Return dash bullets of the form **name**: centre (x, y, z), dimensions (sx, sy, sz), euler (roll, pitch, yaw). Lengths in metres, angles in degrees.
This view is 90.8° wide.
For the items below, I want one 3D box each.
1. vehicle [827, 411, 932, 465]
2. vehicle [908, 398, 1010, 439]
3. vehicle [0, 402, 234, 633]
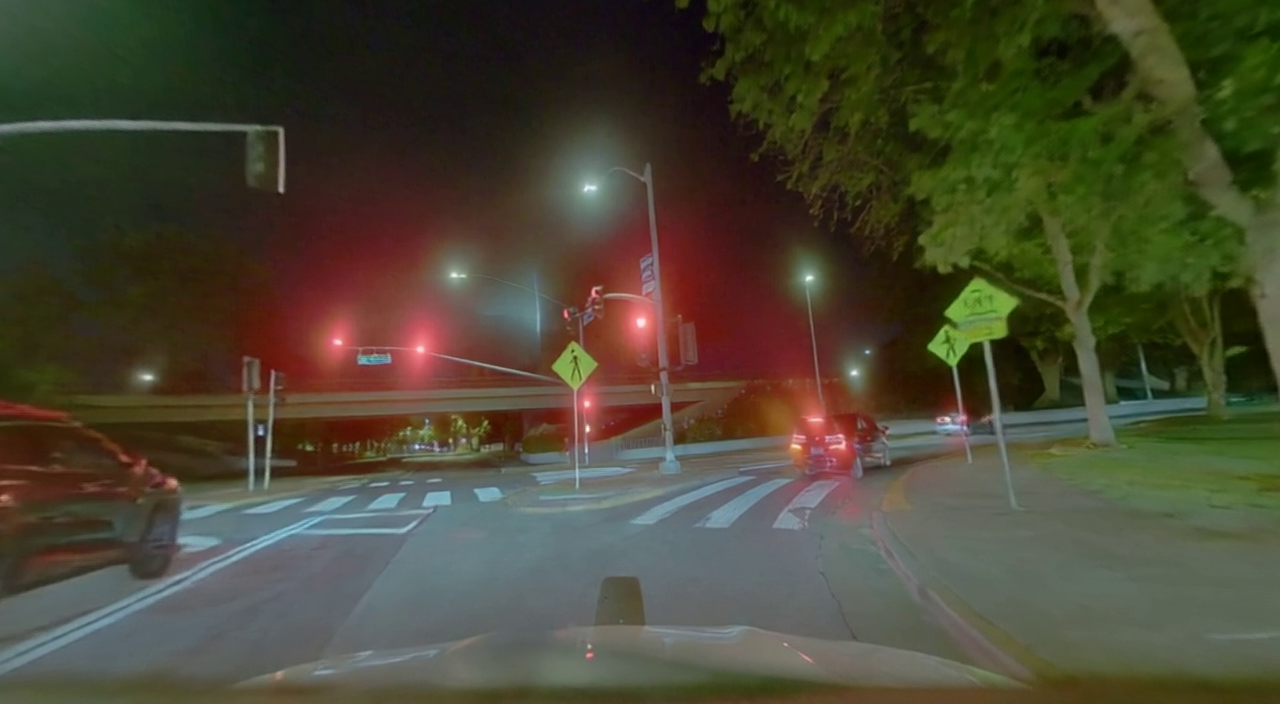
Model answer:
- **vehicle**: centre (8.124, 2.901, 21.236), dimensions (1.908, 1.622, 4.166), euler (-7, -11, 41)
- **vehicle**: centre (16.666, 3.526, 32.948), dimensions (5.144, 1.954, 2.122), euler (4, -9, -29)
- **vehicle**: centre (-6.019, 1.392, 5.790), dimensions (2.066, 1.672, 5.581), euler (2, -8, -14)
